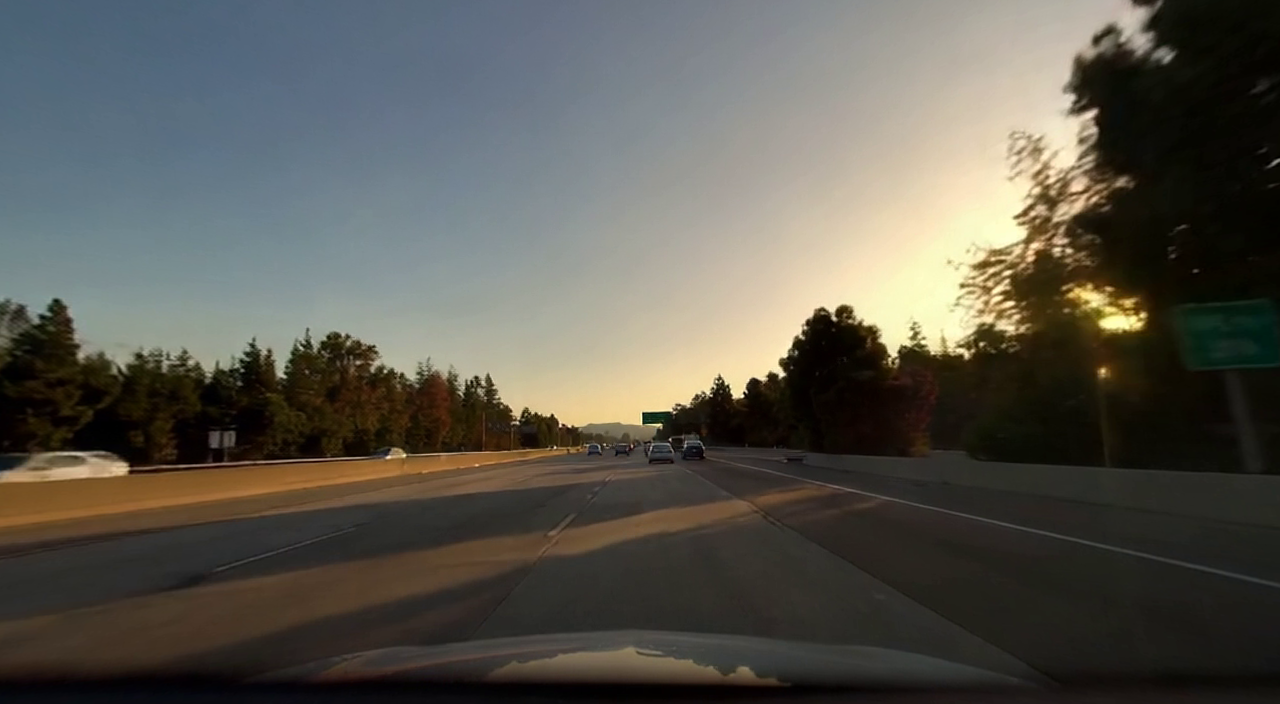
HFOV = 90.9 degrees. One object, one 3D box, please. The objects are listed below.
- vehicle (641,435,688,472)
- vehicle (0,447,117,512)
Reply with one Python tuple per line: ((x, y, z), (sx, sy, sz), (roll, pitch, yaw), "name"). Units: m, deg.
((1.230, 5.378, 33.592), (2.260, 1.766, 4.348), (0, -8, -1), "vehicle")
((-21.128, 4.131, 20.744), (2.588, 1.981, 6.134), (0, -8, 0), "vehicle")
